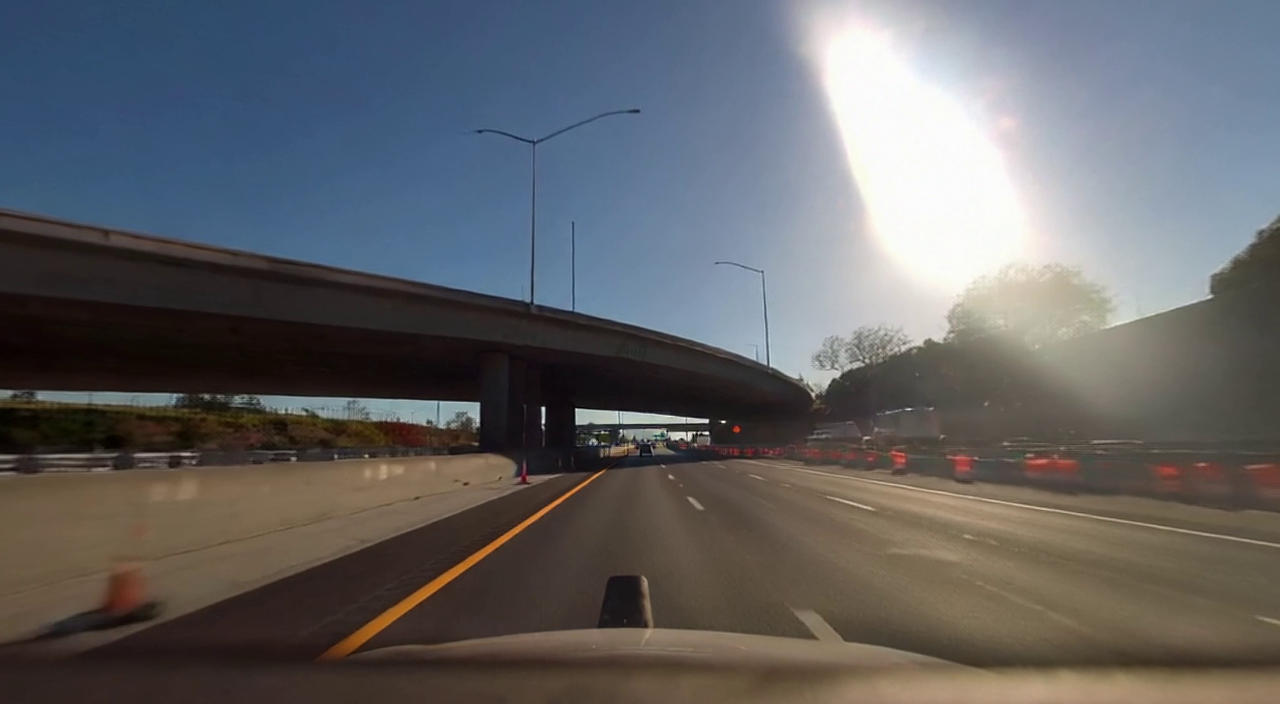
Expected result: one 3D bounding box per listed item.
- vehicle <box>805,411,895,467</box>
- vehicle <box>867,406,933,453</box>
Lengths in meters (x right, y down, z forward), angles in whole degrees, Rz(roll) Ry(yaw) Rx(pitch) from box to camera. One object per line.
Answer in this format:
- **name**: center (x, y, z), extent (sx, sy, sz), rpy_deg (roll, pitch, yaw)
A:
- **vehicle**: center (13.250, 5.640, 40.629), extent (2.905, 3.106, 7.417), rpy_deg (-3, -8, -2)
- **vehicle**: center (16.995, 5.136, 41.484), extent (1.924, 2.767, 4.707), rpy_deg (-3, -8, -3)
